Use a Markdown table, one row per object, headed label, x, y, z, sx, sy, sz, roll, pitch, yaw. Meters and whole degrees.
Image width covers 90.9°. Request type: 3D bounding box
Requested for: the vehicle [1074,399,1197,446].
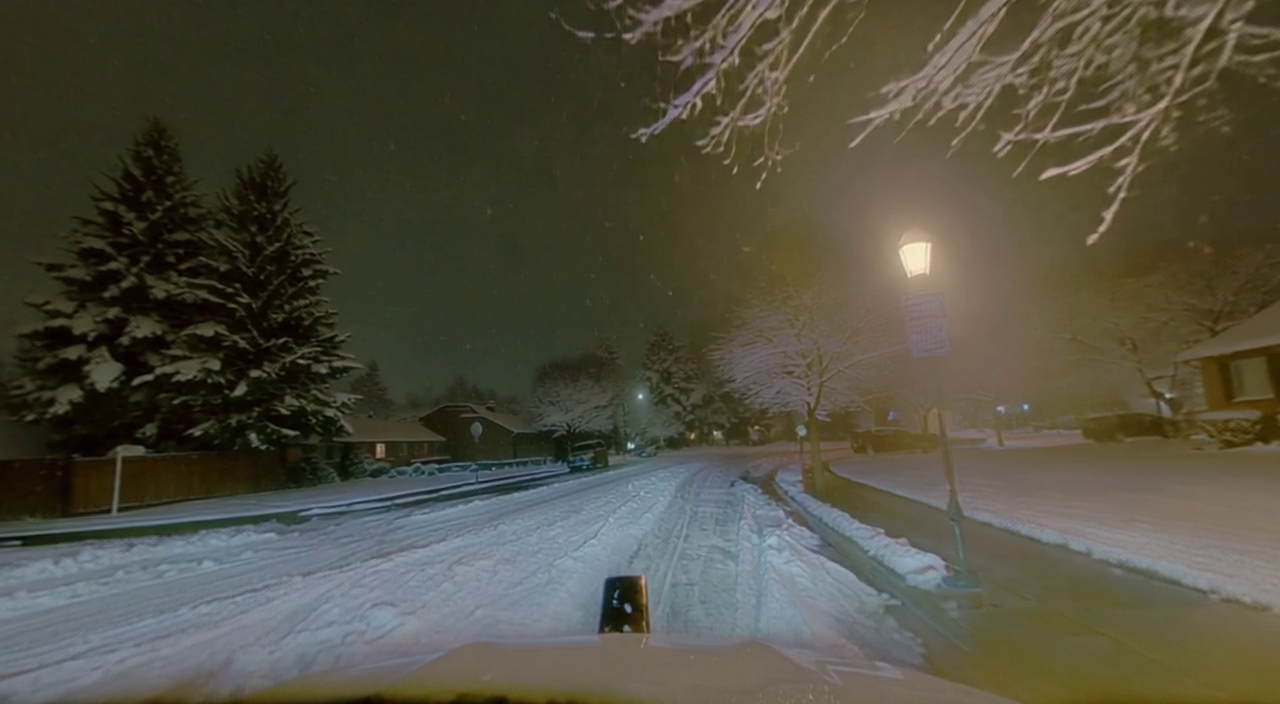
| label | x | y | z | sx | sy | sz | roll | pitch | yaw |
| --- | --- | --- | --- | --- | --- | --- | --- | --- | --- |
| vehicle | 18.916 | 2.809 | 24.369 | 1.806 | 1.481 | 4.671 | -6 | -10 | 14 |
